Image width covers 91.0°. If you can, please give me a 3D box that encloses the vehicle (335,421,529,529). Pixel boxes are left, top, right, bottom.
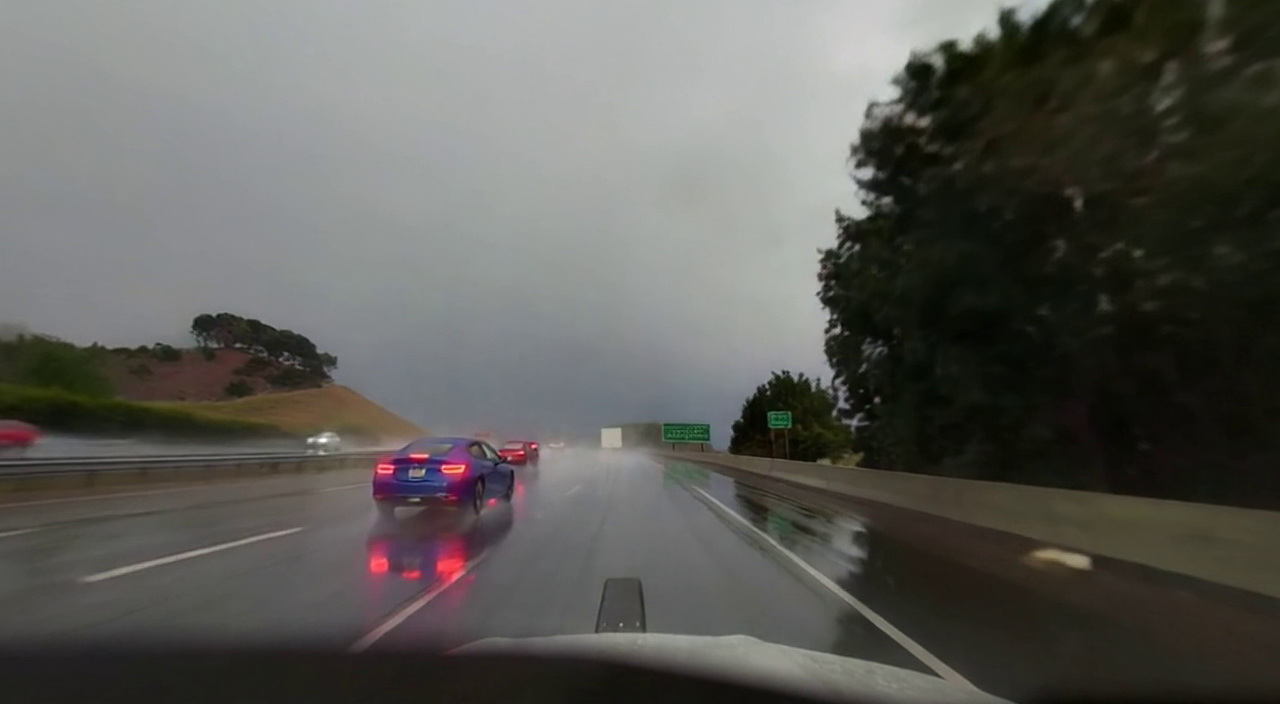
[{"bbox_3d":[-3.735,2.313,12.417,2.180,1.685,4.668,0,-9,0],"label":"vehicle"}]
